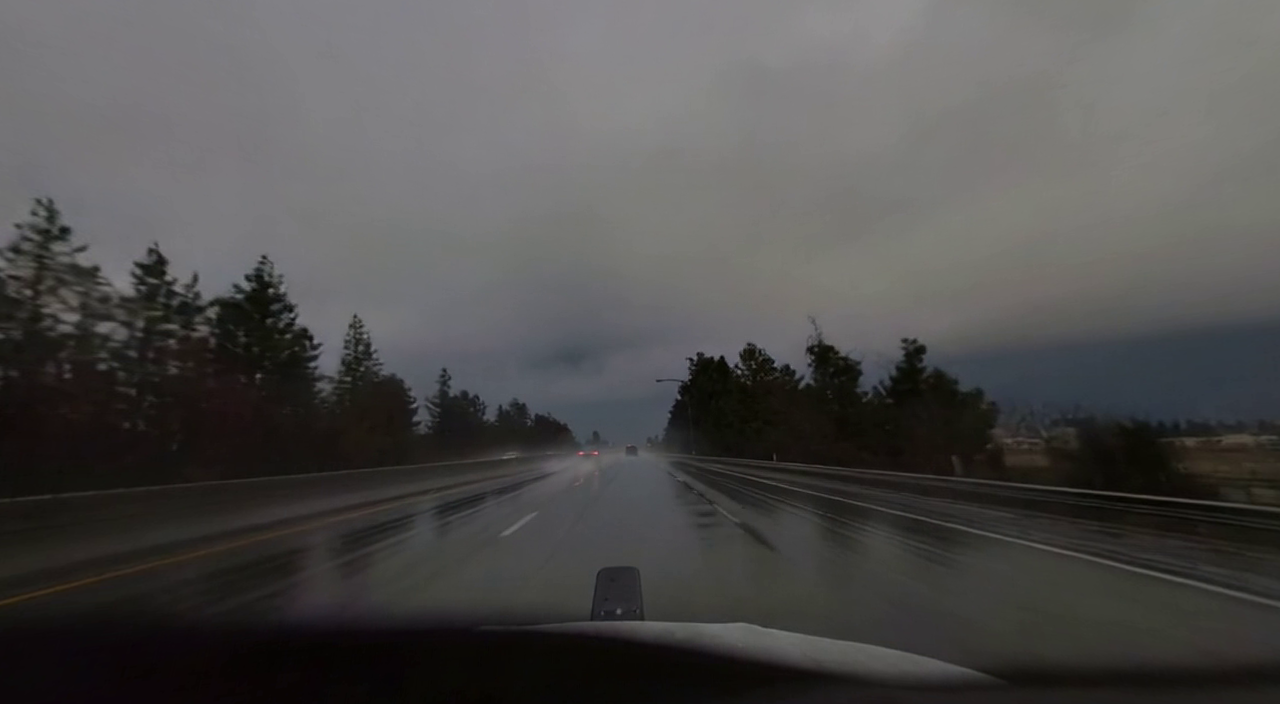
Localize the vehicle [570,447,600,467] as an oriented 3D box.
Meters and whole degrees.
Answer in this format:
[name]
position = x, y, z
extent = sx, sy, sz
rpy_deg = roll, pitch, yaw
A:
[vehicle]
position = -4.245, 8.222, 49.214
extent = 1.970, 1.492, 3.944
rpy_deg = 0, -9, 0
